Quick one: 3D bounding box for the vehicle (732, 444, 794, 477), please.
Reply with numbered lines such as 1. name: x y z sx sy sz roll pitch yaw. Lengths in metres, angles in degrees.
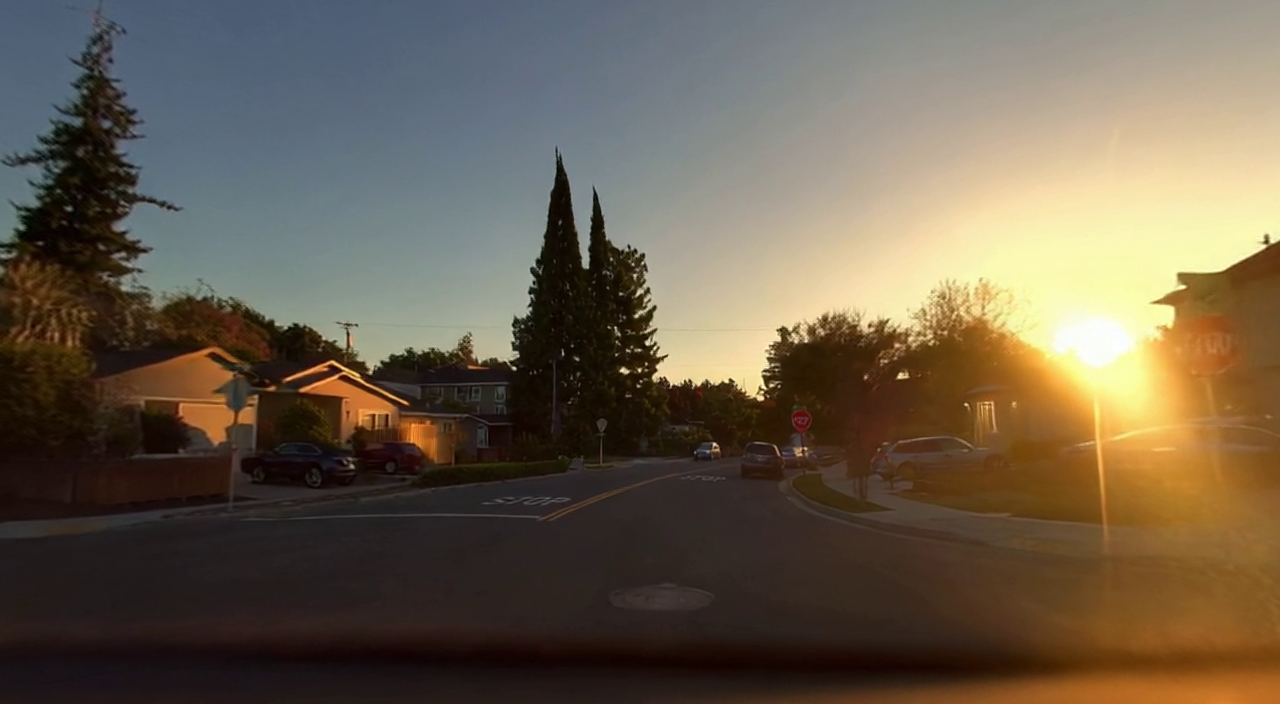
1. vehicle: 6.957 5.989 35.180 2.692 1.649 4.689 -3 -9 20
